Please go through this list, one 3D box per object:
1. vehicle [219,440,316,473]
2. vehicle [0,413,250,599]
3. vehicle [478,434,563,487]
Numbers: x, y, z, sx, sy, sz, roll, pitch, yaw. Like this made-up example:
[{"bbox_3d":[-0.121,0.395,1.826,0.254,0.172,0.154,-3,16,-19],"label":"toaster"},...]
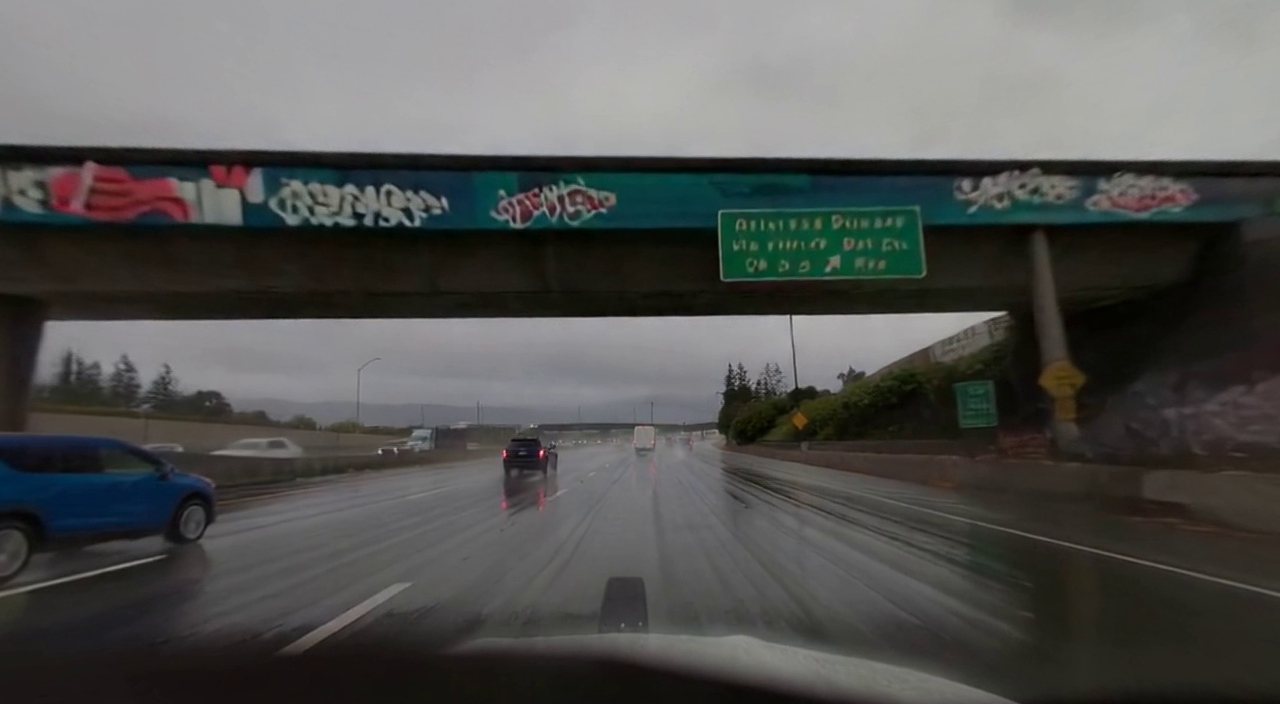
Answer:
[{"bbox_3d":[-22.013,6.173,37.437,2.258,1.762,5.665,0,-8,1],"label":"vehicle"},{"bbox_3d":[-6.687,1.601,7.137,1.969,1.633,3.962,0,-8,-1],"label":"vehicle"},{"bbox_3d":[-4.176,3.870,22.706,2.154,1.693,4.394,0,-8,1],"label":"vehicle"}]
